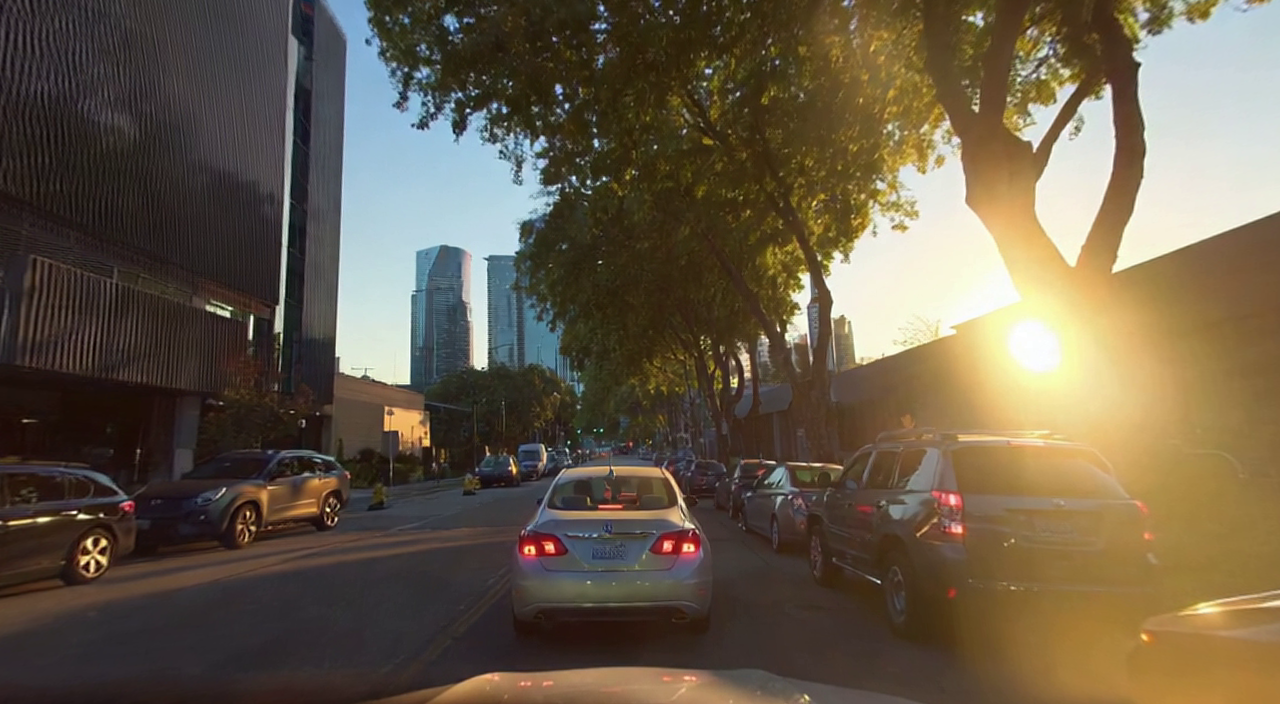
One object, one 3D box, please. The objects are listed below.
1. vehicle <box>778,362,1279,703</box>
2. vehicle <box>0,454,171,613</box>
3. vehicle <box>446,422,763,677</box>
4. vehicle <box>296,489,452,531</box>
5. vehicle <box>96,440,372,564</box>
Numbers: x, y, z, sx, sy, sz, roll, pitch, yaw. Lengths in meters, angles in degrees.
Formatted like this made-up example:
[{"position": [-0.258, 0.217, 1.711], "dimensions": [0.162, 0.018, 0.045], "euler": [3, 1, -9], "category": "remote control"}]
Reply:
[{"position": [2.710, 1.421, 5.696], "dimensions": [1.868, 1.920, 4.501], "euler": [1, -10, 0], "category": "vehicle"}, {"position": [-6.983, 1.693, 5.875], "dimensions": [1.900, 1.471, 4.202], "euler": [1, -10, 0], "category": "vehicle"}, {"position": [-0.199, 1.599, 5.927], "dimensions": [2.018, 1.583, 3.646], "euler": [1, -10, 1], "category": "vehicle"}, {"position": [-6.969, 4.236, 17.163], "dimensions": [2.223, 0.774, 4.789], "euler": [1, -10, 0], "category": "vehicle"}, {"position": [-6.835, 2.593, 11.380], "dimensions": [1.994, 1.701, 4.520], "euler": [-2, -11, -1], "category": "vehicle"}]
